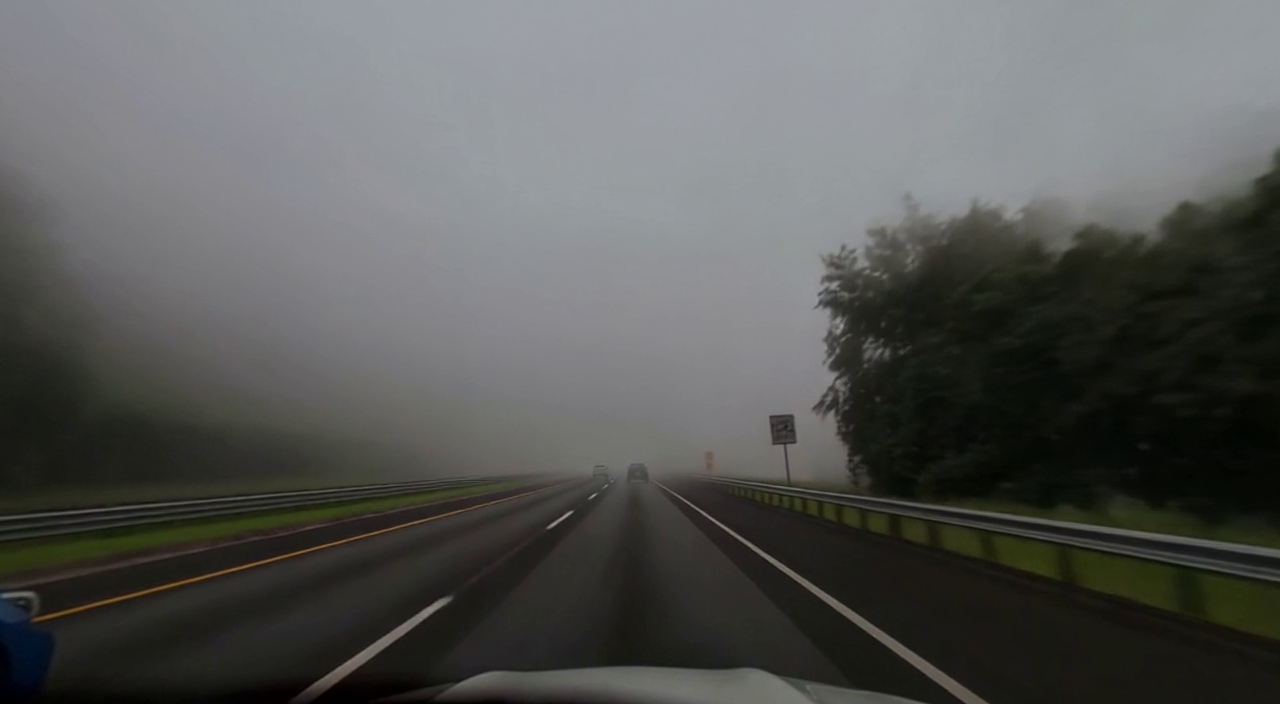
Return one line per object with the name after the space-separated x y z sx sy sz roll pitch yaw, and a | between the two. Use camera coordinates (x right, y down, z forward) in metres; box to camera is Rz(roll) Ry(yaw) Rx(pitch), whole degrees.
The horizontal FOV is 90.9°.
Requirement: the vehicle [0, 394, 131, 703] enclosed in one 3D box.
-3.445 0.632 0.888 2.017 1.516 4.041 1 -11 0 | vehicle
